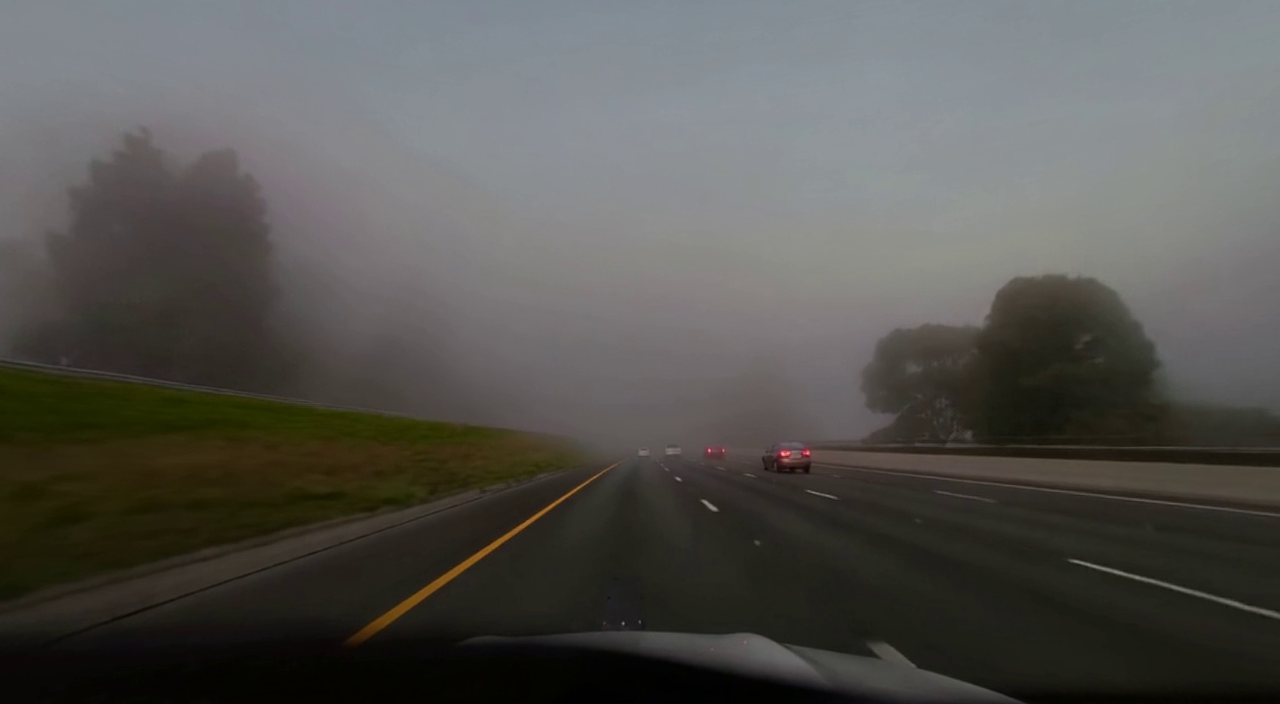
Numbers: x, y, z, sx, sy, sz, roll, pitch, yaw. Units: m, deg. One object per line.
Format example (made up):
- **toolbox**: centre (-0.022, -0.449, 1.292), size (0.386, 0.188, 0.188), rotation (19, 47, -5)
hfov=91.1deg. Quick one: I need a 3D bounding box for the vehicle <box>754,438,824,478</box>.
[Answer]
- **vehicle**: centre (6.899, 4.946, 29.626), size (2.048, 1.697, 4.689), rotation (0, -8, -1)
